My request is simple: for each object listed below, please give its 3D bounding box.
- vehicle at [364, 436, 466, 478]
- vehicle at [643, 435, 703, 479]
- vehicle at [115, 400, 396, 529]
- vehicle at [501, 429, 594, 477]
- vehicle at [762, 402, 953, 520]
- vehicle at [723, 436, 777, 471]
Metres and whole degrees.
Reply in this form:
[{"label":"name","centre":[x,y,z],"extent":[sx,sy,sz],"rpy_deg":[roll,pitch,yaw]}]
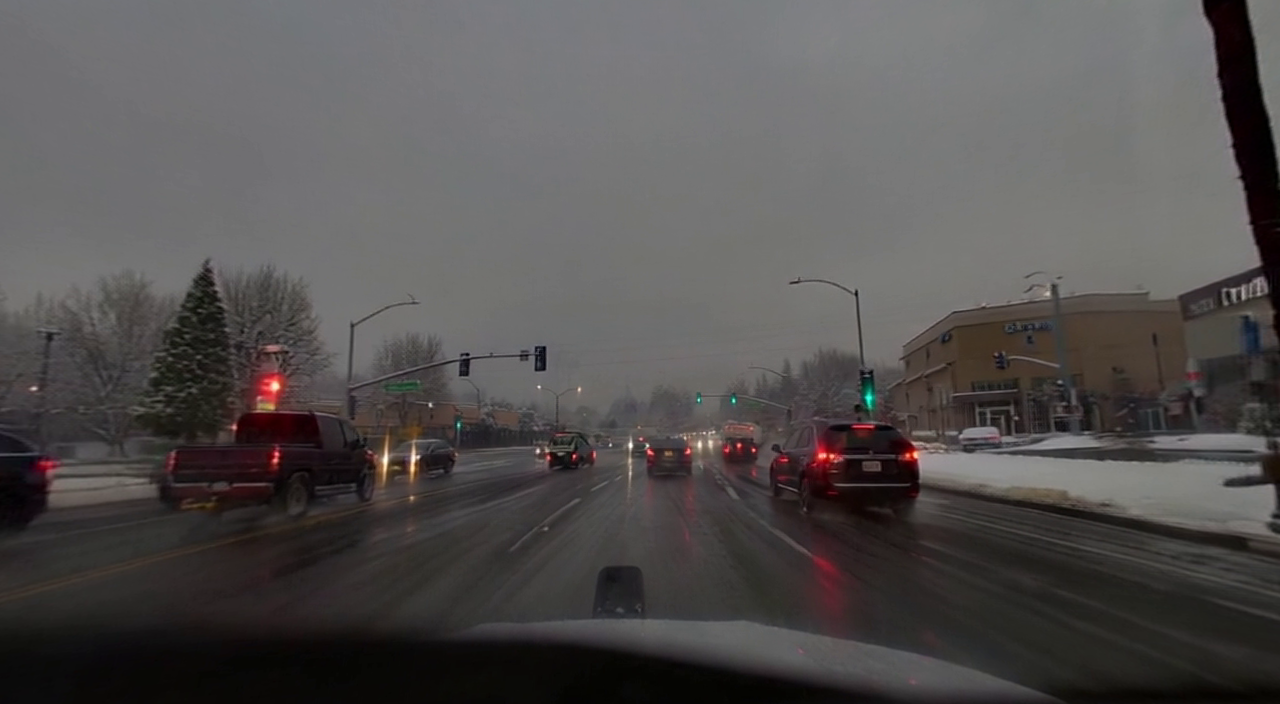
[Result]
[{"label":"vehicle","centre":[-8.576,4.054,24.590],"extent":[2.017,1.472,4.418],"rpy_deg":[-1,-8,5]},{"label":"vehicle","centre":[1.254,3.884,23.580],"extent":[2.057,1.492,3.825],"rpy_deg":[-1,-8,4]},{"label":"vehicle","centre":[-6.596,2.012,11.711],"extent":[2.127,1.888,4.637],"rpy_deg":[-1,-8,2]},{"label":"vehicle","centre":[-3.620,4.074,25.762],"extent":[2.088,1.746,4.650],"rpy_deg":[-2,-9,15]},{"label":"vehicle","centre":[4.103,2.191,13.098],"extent":[2.267,1.931,5.145],"rpy_deg":[-1,-8,2]},{"label":"vehicle","centre":[5.128,4.796,30.097],"extent":[2.149,1.532,4.168],"rpy_deg":[-1,-8,5]}]
